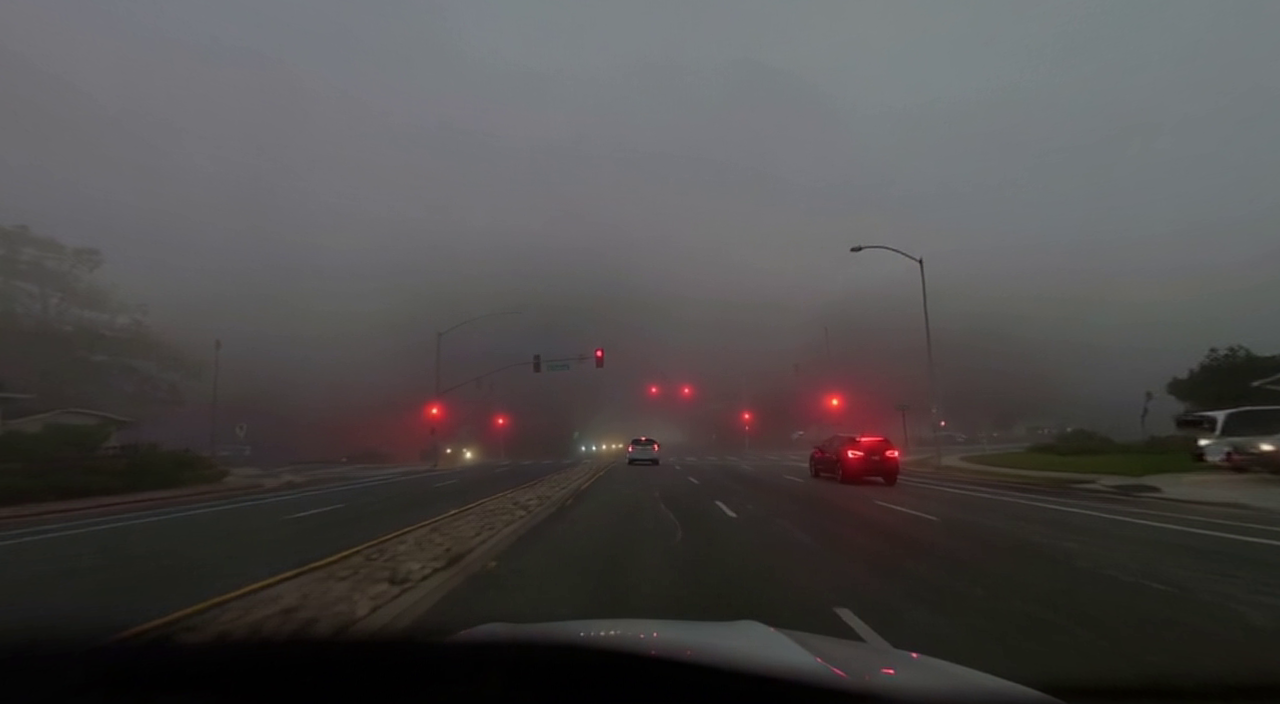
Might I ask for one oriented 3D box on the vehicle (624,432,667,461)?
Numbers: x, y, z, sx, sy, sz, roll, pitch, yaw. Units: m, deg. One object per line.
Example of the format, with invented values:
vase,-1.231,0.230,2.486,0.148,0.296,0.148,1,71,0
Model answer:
vehicle,0.369,5.521,36.813,2.074,1.570,3.647,-1,-8,8
